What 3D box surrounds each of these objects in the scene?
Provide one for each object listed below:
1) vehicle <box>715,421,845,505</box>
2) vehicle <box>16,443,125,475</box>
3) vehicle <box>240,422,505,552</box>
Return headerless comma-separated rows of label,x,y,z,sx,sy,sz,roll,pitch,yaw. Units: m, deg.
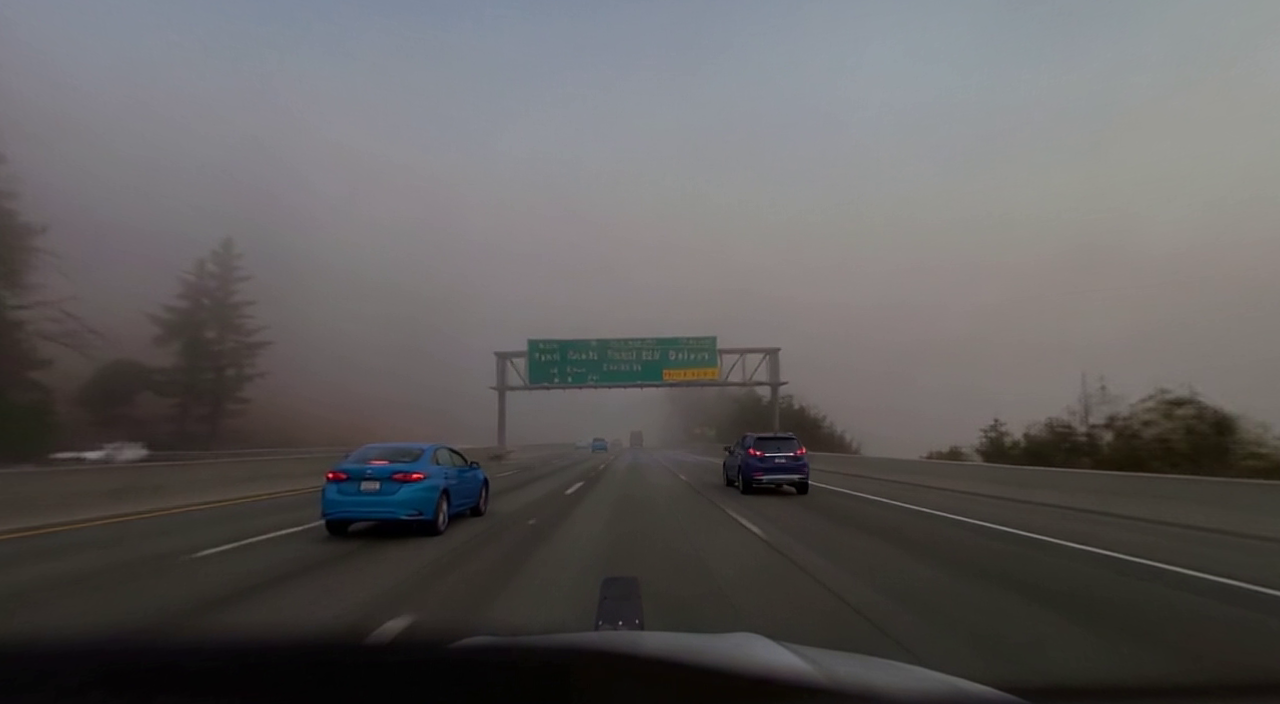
vehicle,3.139,2.598,15.152,2.053,1.714,4.097,0,-9,-1
vehicle,-32.894,6.202,36.730,1.946,1.720,4.746,0,-9,-1
vehicle,-3.808,2.030,10.263,2.118,1.573,4.940,0,-9,0
